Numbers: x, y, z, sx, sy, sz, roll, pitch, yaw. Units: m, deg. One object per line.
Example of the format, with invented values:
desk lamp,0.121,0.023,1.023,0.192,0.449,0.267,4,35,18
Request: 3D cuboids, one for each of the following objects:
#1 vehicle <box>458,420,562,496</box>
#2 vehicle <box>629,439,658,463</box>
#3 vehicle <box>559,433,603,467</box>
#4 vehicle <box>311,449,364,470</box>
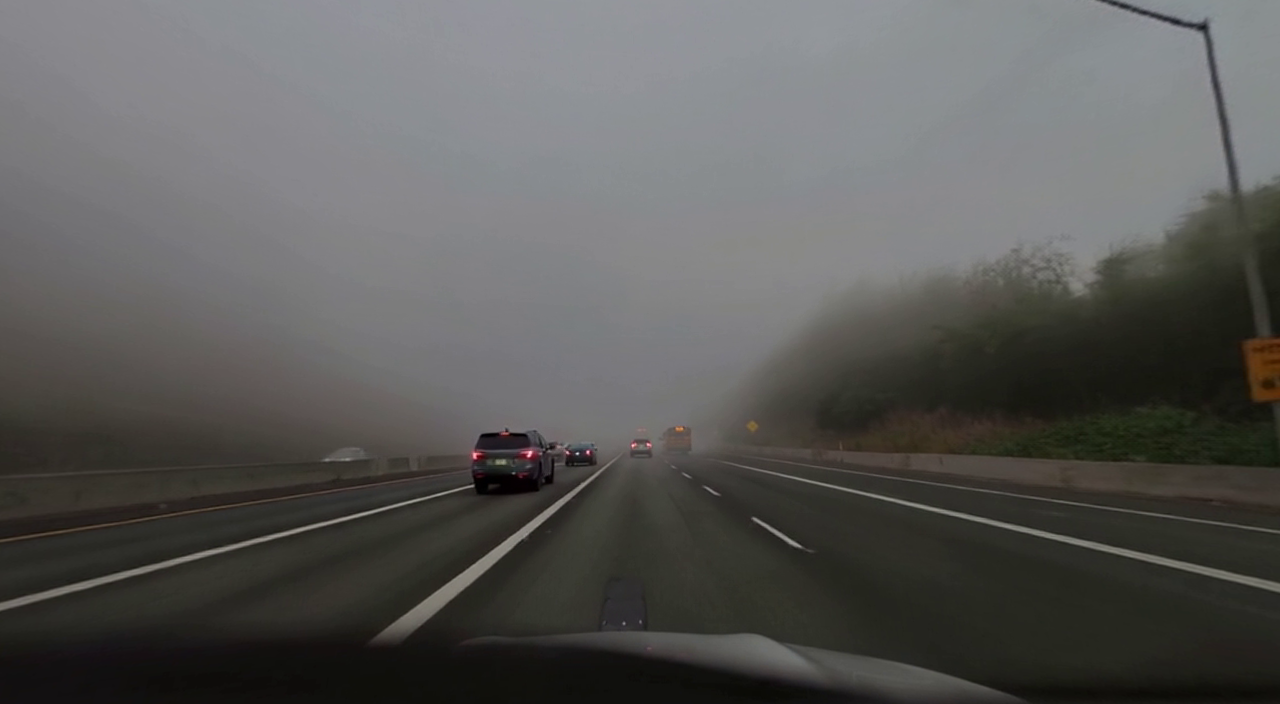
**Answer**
vehicle,-3.597,3.057,18.390,2.016,1.898,4.458,-1,-9,1
vehicle,0.225,7.313,46.740,2.042,1.632,3.654,-1,-9,0
vehicle,-3.438,5.857,37.640,2.155,1.843,4.567,-1,-9,0
vehicle,-23.204,8.268,48.576,1.806,1.464,4.678,-1,-9,0
